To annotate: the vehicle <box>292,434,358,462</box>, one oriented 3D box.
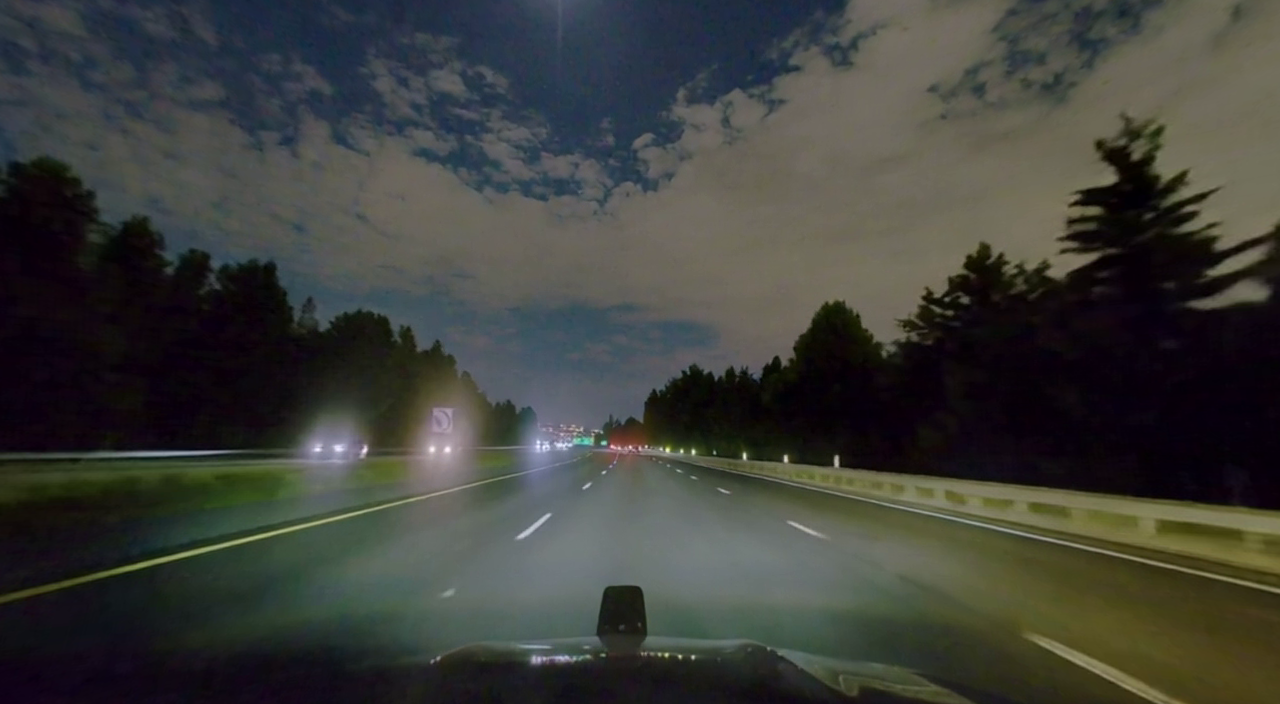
[{"bbox_3d":[-22.368,6.874,44.998,2.119,1.902,4.984,0,-9,0],"label":"vehicle"}]
